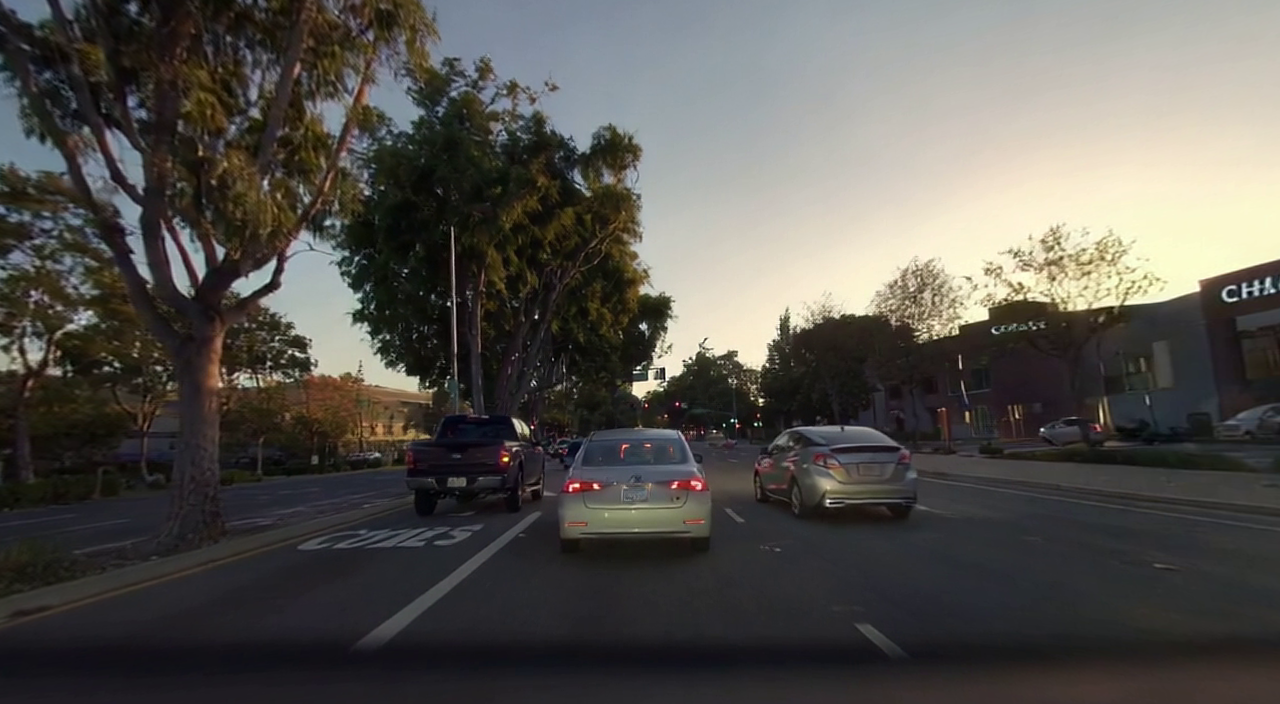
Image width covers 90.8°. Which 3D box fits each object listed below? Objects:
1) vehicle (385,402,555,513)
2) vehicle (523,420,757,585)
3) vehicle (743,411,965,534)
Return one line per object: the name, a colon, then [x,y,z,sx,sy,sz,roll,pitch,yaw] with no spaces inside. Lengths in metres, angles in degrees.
vehicle: [-3.453,2.319,14.259,2.301,1.985,5.531,0,-8,0]
vehicle: [-0.066,1.665,7.804,2.126,1.475,3.967,0,-8,-2]
vehicle: [3.331,2.000,11.097,2.092,1.658,4.814,0,-8,-1]
